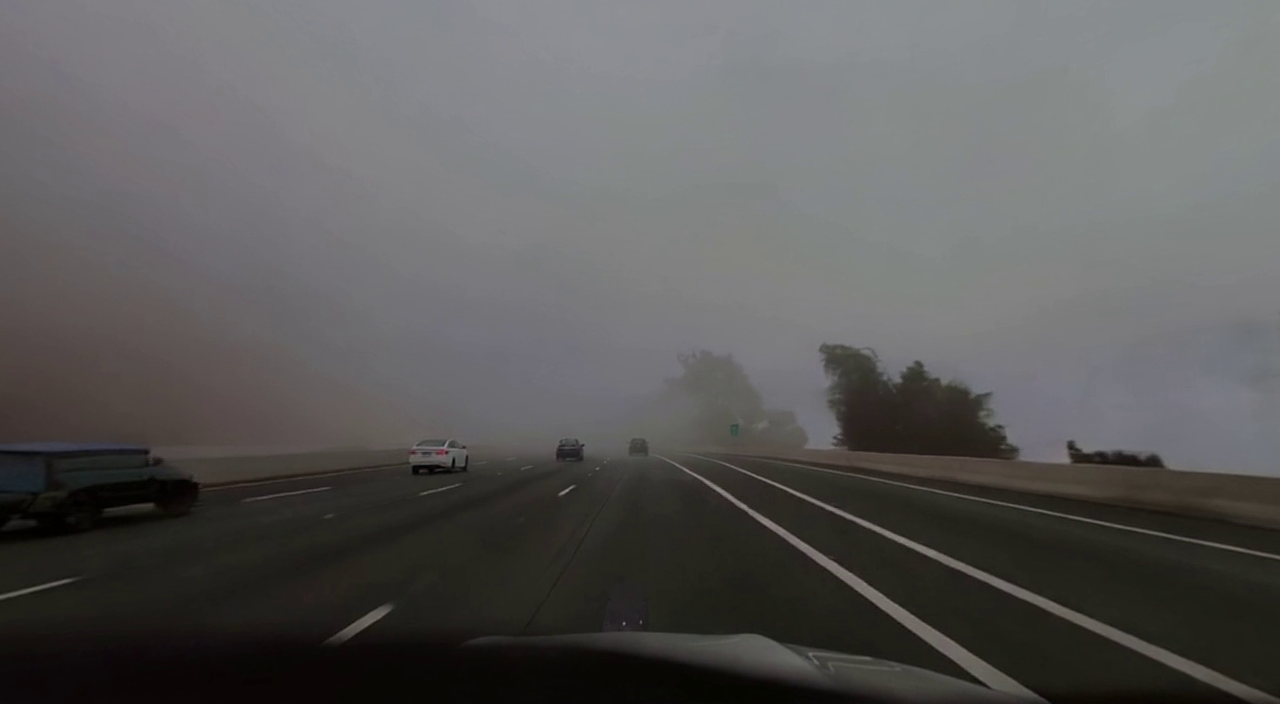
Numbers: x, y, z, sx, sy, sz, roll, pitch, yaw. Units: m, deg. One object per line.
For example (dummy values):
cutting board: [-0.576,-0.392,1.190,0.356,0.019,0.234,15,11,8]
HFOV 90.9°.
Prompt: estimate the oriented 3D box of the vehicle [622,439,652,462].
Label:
vehicle: [-0.246,6.586,42.323,1.881,1.460,3.694,0,-8,-1]

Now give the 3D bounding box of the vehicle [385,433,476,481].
vehicle: [-7.763,3.931,23.808,2.086,1.628,4.039,0,-8,-1]

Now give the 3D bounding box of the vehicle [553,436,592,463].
vehicle: [-4.161,6.106,39.571,1.991,1.610,4.606,0,-8,-1]

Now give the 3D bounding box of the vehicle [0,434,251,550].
vehicle: [-9.122,2.173,10.683,1.935,1.474,5.033,0,-8,-1]
